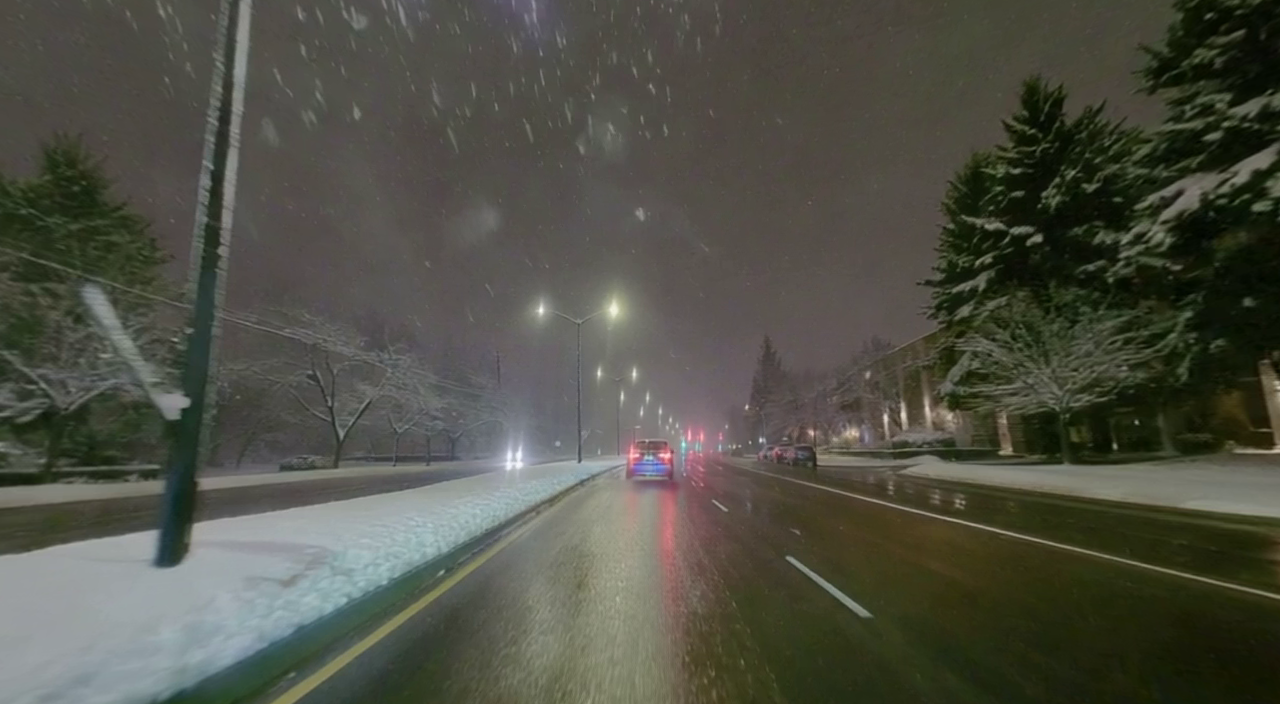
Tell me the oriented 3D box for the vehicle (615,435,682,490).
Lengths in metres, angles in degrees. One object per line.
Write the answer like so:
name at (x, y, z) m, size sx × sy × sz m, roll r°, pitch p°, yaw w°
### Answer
vehicle at (0.301, 3.750, 21.796) m, size 2.085 × 1.693 × 4.301 m, roll 0°, pitch -8°, yaw 1°

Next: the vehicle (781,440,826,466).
vehicle at (12.306, 7.667, 48.009) m, size 2.139 × 1.849 × 5.246 m, roll 0°, pitch -8°, yaw 2°

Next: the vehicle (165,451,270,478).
vehicle at (-23.792, 6.349, 35.719) m, size 4.490 × 1.407 × 1.864 m, roll 1°, pitch -8°, yaw -5°

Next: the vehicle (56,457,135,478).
vehicle at (-41.767, 8.828, 48.559) m, size 4.109 × 1.496 × 1.929 m, roll 1°, pitch -9°, yaw -9°
